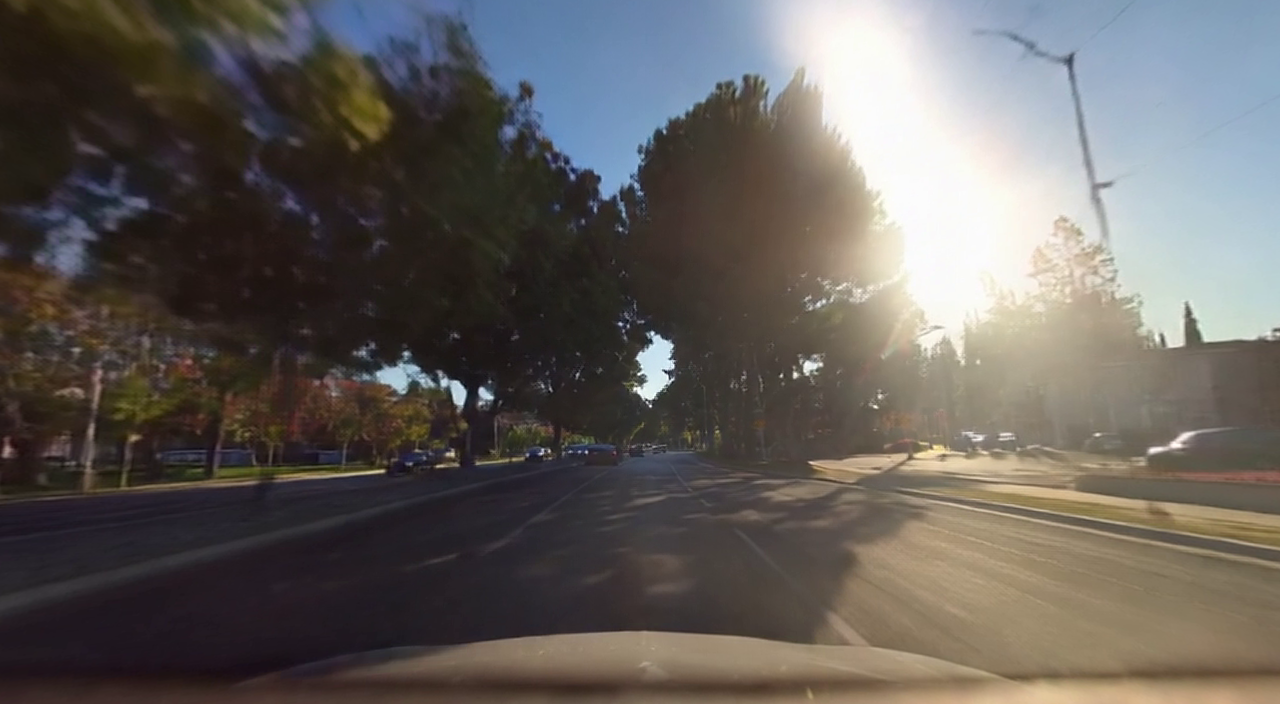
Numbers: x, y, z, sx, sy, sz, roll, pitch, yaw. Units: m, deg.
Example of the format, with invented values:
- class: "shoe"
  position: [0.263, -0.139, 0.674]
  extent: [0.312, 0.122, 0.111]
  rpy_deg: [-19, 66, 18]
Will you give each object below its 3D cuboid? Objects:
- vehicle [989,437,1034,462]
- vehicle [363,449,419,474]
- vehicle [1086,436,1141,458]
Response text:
- class: "vehicle"
  position: [26.025, 6.802, 44.314]
  extent: [1.823, 1.466, 4.676]
  rpy_deg: [-7, -8, 20]
- class: "vehicle"
  position: [-16.441, 7.224, 41.922]
  extent: [1.928, 1.531, 4.329]
  rpy_deg: [0, -8, 0]
- class: "vehicle"
  position: [32.670, 6.570, 43.636]
  extent: [1.868, 1.434, 4.425]
  rpy_deg: [-3, -9, 21]
